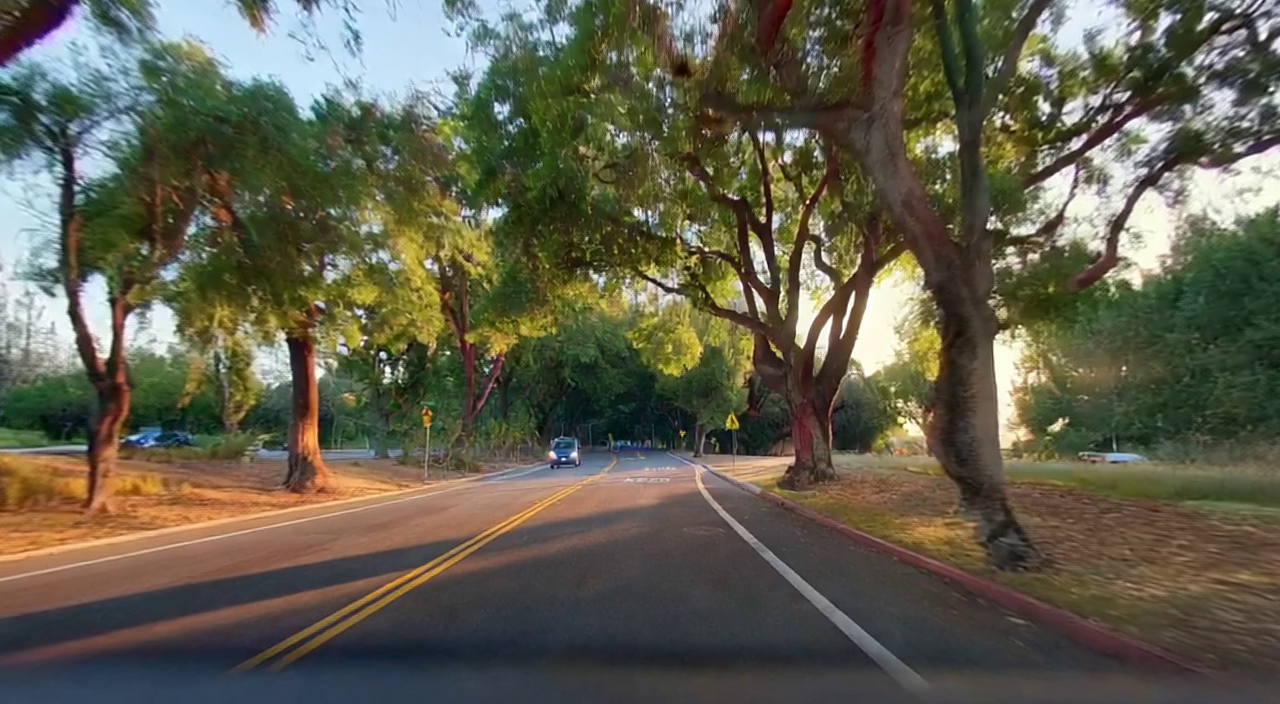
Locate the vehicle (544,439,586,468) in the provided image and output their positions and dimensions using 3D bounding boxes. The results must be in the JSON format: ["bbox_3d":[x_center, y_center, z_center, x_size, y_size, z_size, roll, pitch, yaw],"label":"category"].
[{"bbox_3d":[-5.121,7.033,43.872,2.394,1.900,5.863,0,-8,-2],"label":"vehicle"}]
